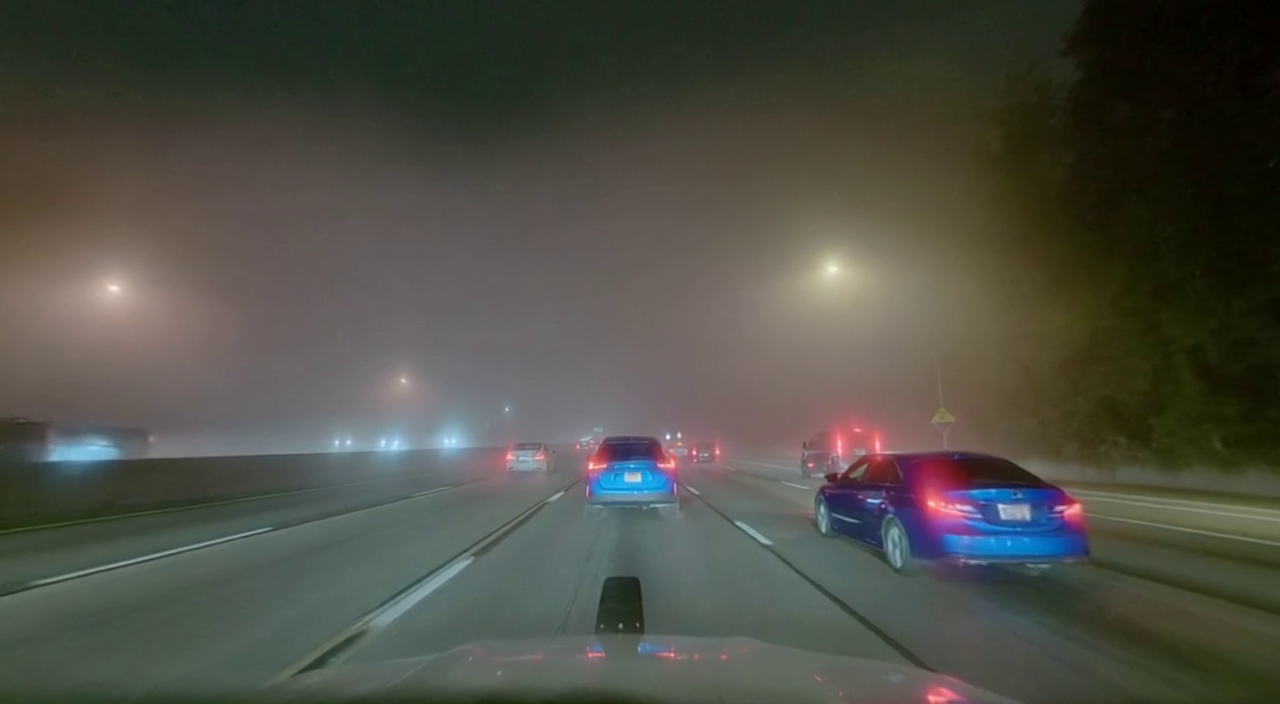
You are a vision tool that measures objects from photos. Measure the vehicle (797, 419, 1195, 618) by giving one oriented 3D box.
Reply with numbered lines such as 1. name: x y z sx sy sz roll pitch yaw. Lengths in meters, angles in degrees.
1. vehicle: 3.330 1.626 7.111 1.975 1.532 4.227 1 -9 -1

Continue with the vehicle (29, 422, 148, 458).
1. vehicle: -26.737 4.339 30.767 1.912 1.616 4.342 1 -9 -2

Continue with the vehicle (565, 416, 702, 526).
1. vehicle: -0.119 2.203 12.107 2.181 1.728 3.970 0 -9 -1

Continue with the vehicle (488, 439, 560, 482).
1. vehicle: -4.443 4.236 24.904 2.023 1.497 4.526 1 -9 -1
